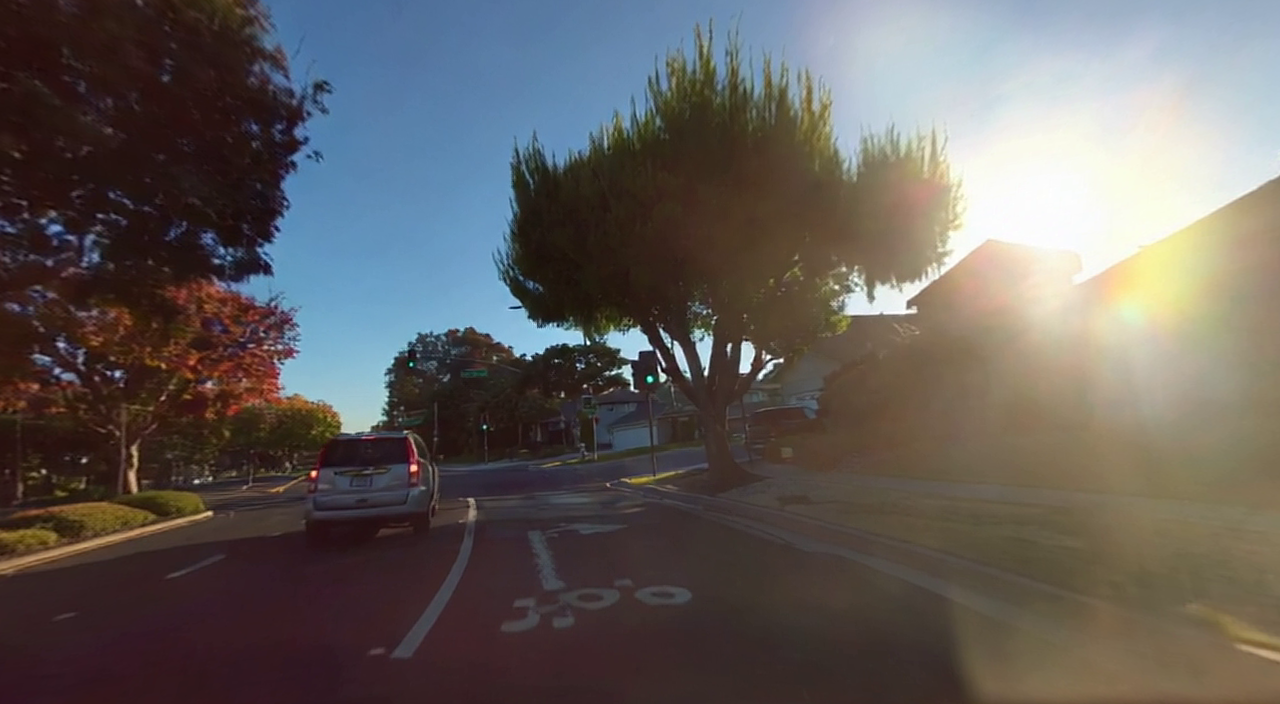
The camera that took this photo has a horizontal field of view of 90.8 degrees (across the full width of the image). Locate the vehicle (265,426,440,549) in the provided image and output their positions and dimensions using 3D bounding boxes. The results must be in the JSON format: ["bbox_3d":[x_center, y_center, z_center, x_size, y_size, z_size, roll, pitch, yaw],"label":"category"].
[{"bbox_3d":[-4.782,2.245,11.228,1.990,1.707,4.225,1,-9,-13],"label":"vehicle"}]

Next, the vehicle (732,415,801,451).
[{"bbox_3d":[5.664,3.739,28.825,1.911,1.516,4.251,0,-8,-5],"label":"vehicle"}]

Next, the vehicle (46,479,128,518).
[{"bbox_3d":[-29.831,7.850,34.235,1.943,1.677,4.176,3,-9,-21],"label":"vehicle"}]
